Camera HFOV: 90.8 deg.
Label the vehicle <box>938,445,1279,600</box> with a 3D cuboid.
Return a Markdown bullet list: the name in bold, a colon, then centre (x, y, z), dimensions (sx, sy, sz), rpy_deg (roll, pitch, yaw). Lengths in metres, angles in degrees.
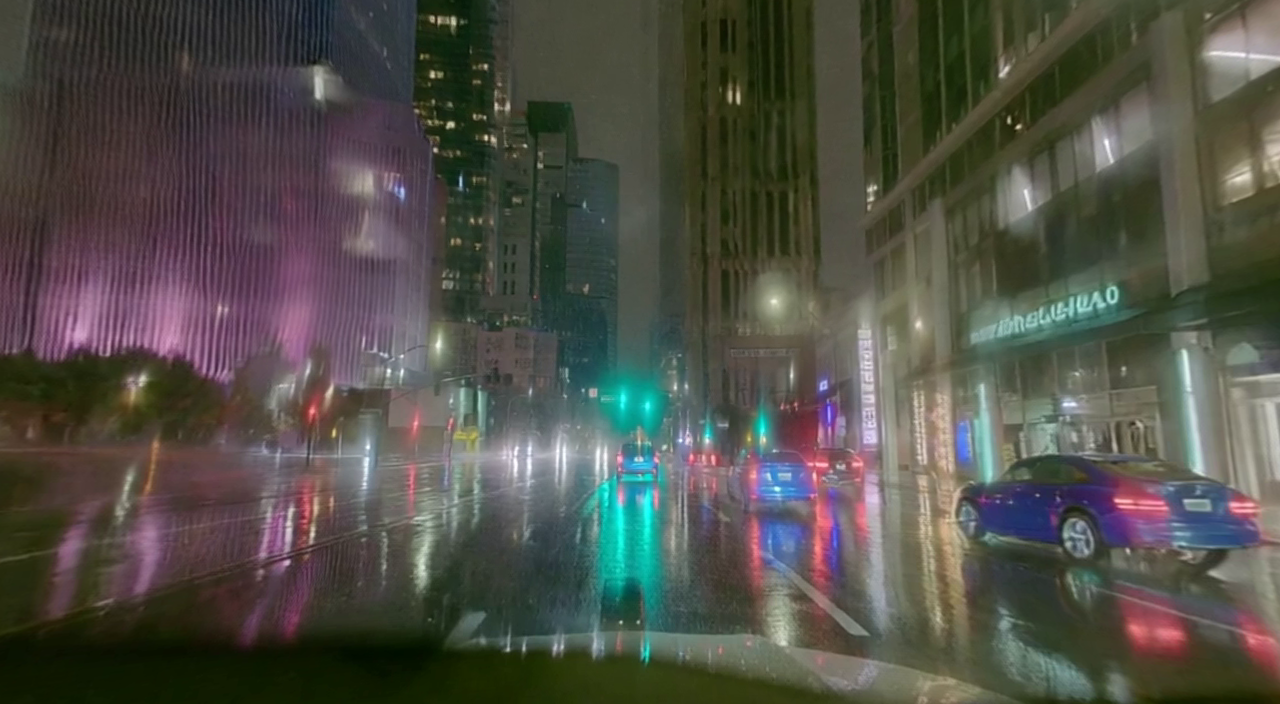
- **vehicle**: centre (6.151, 2.018, 8.545), dimensions (1.914, 1.484, 4.639), rpy_deg (0, -8, -1)

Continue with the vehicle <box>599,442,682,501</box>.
- **vehicle**: centre (0.009, 3.332, 18.086), dimensions (2.096, 1.457, 4.160), rpy_deg (0, -8, 0)

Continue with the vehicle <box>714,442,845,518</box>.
- **vehicle**: centre (3.023, 2.857, 14.733), dimensions (1.987, 1.484, 4.427), rpy_deg (0, -8, -1)
